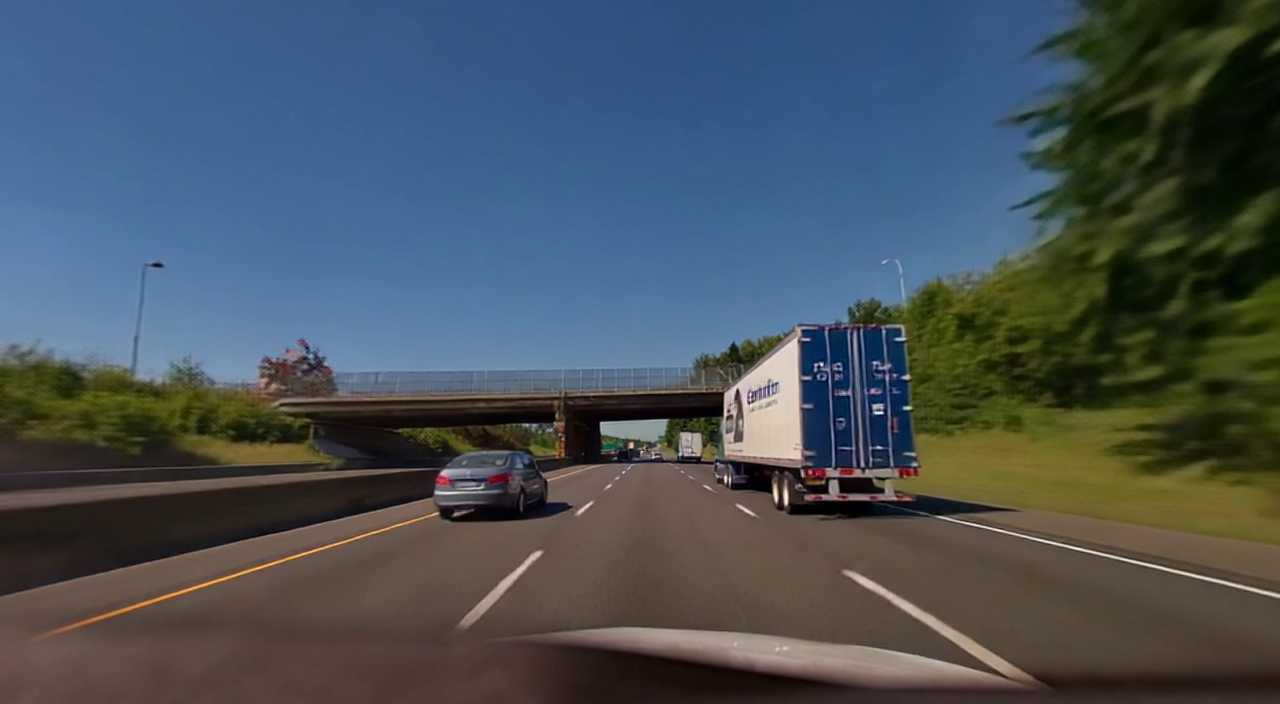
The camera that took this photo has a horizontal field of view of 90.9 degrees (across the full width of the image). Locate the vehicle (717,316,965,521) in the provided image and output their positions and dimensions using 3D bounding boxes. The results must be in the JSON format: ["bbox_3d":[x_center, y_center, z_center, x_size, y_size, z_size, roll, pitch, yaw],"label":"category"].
[{"bbox_3d":[4.660,2.299,18.947,2.858,3.952,13.731,0,-9,0],"label":"vehicle"}]

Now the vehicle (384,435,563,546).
[{"bbox_3d":[-2.673,2.352,11.336,1.960,1.579,4.384,0,-9,1],"label":"vehicle"}]
